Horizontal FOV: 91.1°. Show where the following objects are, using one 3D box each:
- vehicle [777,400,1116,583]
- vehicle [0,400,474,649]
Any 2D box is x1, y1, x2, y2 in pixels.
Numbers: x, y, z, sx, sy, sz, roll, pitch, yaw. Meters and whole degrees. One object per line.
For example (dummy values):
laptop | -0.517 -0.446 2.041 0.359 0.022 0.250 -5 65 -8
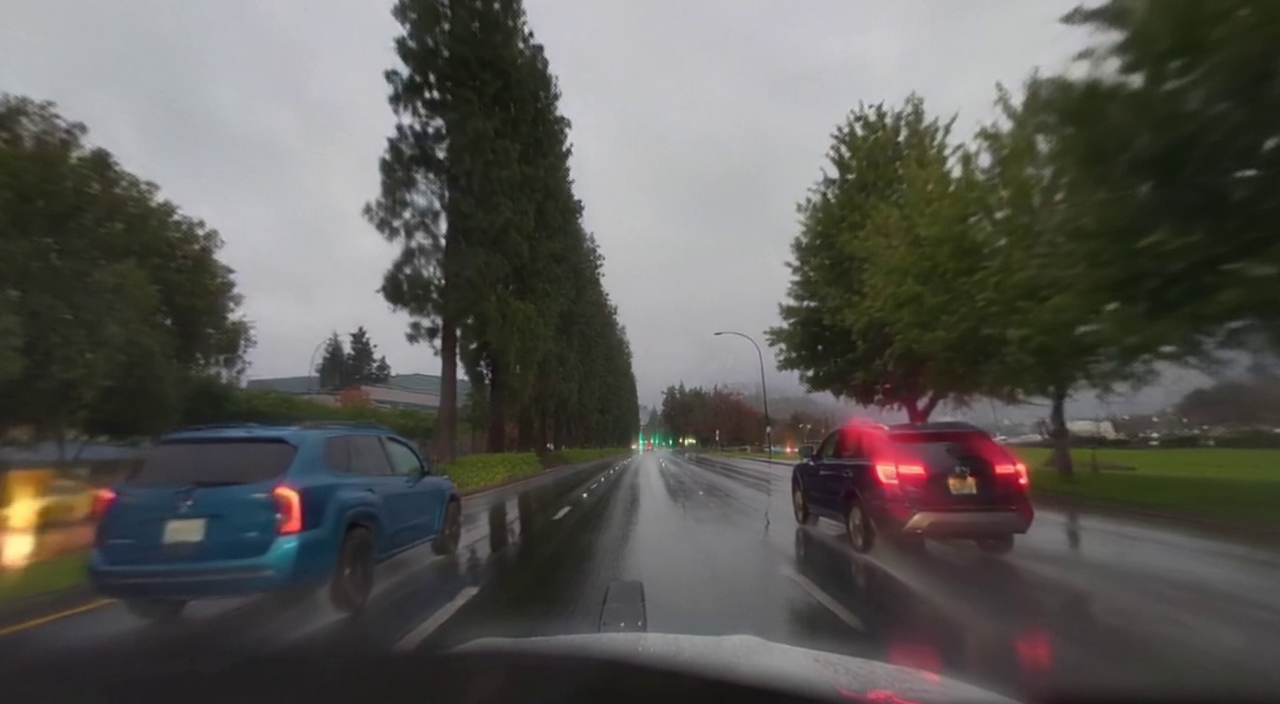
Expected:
vehicle | 3.519 1.713 8.658 2.087 1.759 5.040 0 -8 0
vehicle | -3.316 1.451 6.376 2.025 1.635 4.293 0 -8 1
